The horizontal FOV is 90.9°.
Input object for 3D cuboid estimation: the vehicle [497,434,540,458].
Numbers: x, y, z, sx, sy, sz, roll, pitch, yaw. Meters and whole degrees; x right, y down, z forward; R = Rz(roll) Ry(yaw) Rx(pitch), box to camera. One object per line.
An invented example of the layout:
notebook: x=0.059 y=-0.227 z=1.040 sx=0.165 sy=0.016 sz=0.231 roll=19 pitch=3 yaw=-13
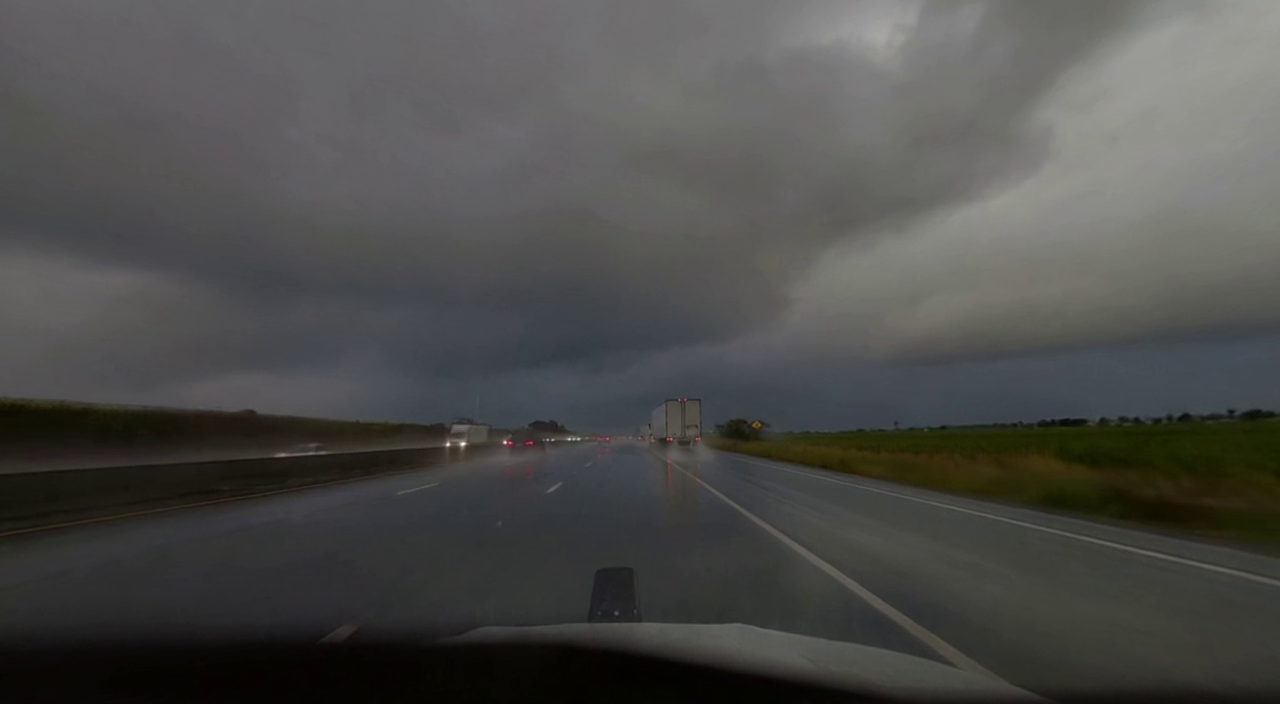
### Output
vehicle: x=-7.915 y=6.165 z=41.491 sx=2.018 sy=1.454 sz=4.290 roll=0 pitch=-8 yaw=-1

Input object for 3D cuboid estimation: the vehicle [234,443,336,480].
vehicle: x=-16.037 y=4.945 z=28.760 sx=2.083 sy=1.500 sz=4.374 roll=0 pitch=-8 yaw=0
